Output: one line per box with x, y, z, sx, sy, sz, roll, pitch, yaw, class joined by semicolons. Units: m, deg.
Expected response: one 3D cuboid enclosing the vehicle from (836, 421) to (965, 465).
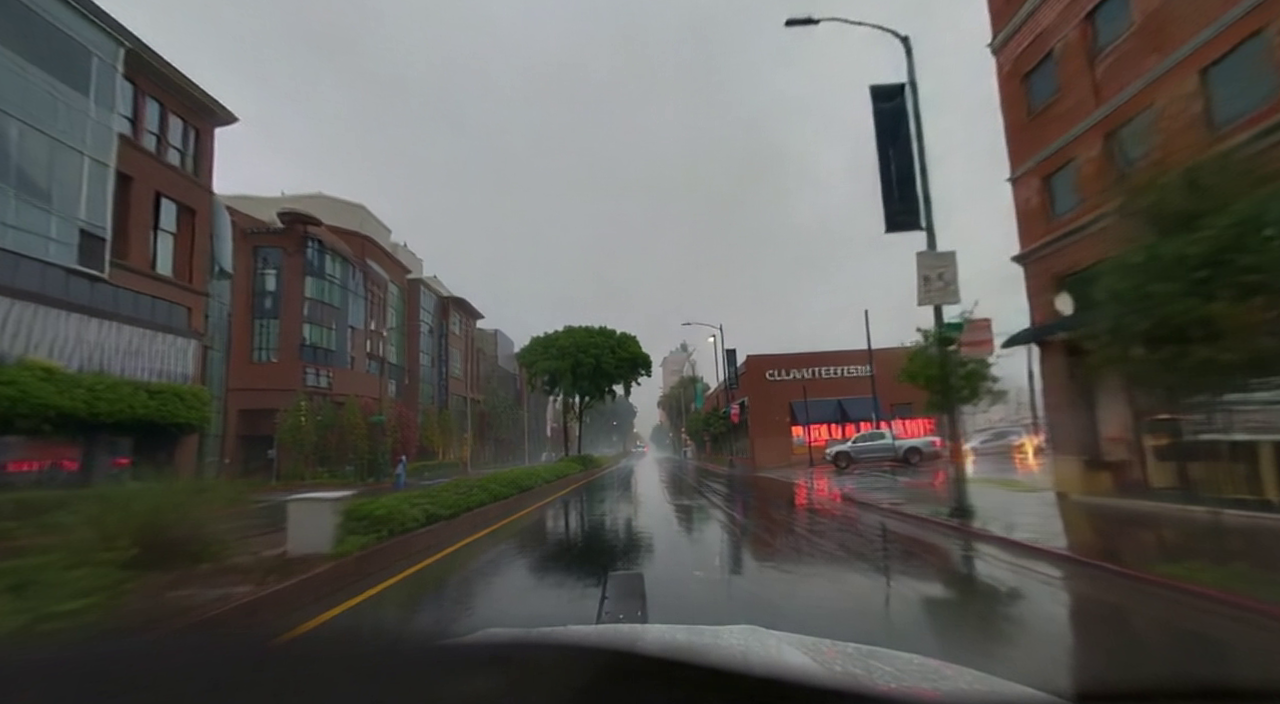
11.267;4.017;27.682;4.694;1.826;2.226;-1;-9;8;vehicle
